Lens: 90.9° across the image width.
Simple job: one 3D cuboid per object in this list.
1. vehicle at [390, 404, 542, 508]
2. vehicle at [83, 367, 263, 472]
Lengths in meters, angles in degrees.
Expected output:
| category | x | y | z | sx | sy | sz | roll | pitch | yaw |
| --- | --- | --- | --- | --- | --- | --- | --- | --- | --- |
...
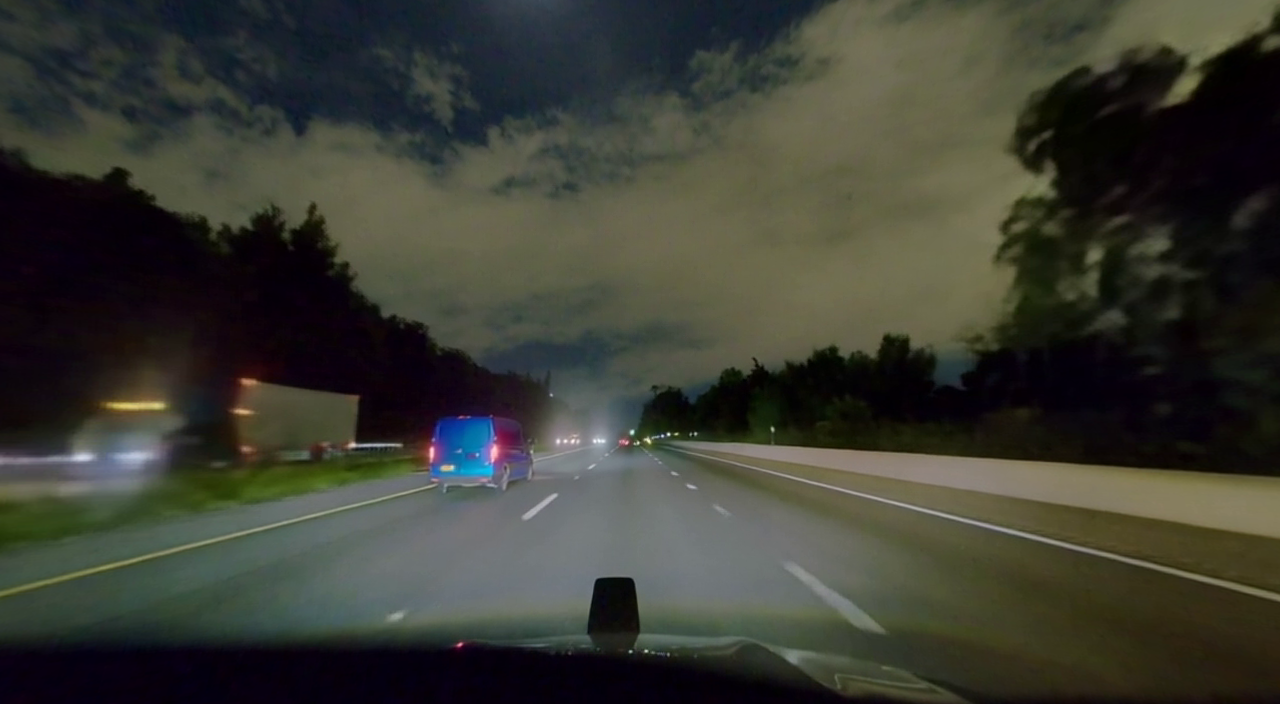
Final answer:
| category | x | y | z | sx | sy | sz | roll | pitch | yaw |
| --- | --- | --- | --- | --- | --- | --- | --- | --- | --- |
| vehicle | -3.781 | 2.349 | 14.744 | 2.297 | 2.011 | 4.736 | 0 | -8 | -2 |
| vehicle | -19.955 | 3.010 | 27.532 | 3.062 | 4.064 | 6.154 | 0 | -7 | -1 |
